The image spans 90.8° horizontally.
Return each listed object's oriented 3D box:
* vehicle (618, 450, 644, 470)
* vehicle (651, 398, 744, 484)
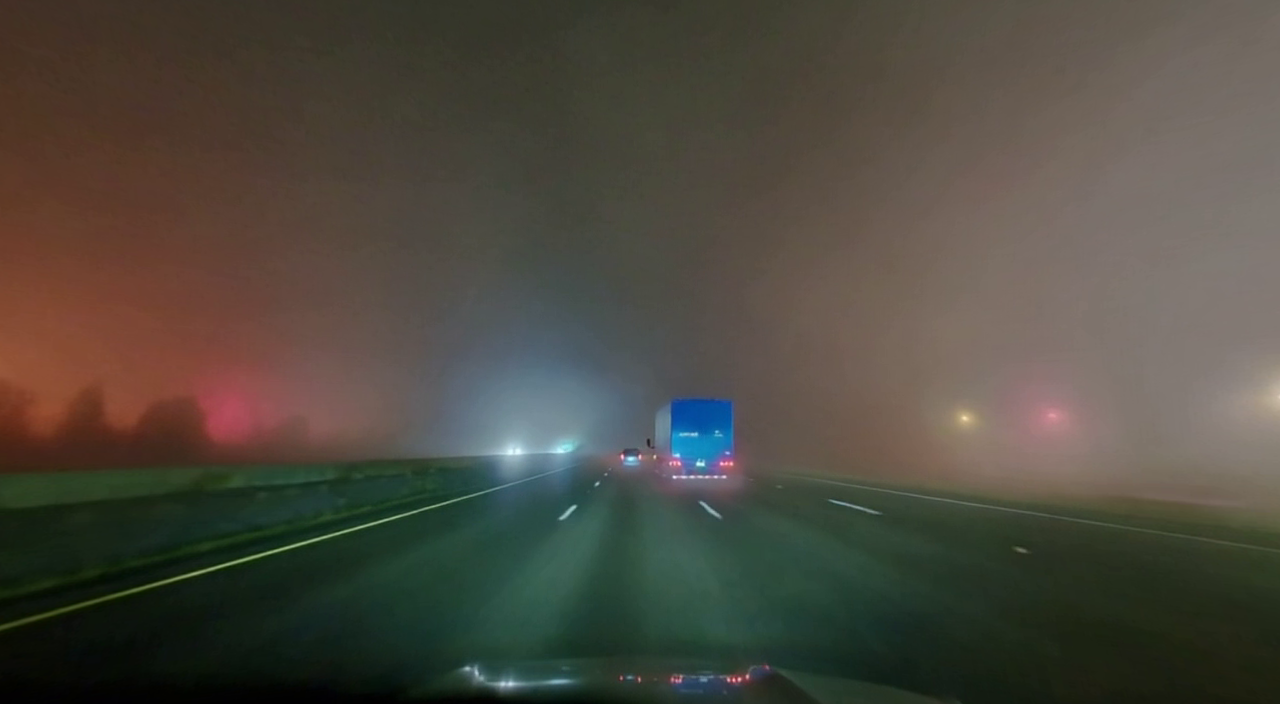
[{"bbox_3d":[-0.693,8.383,49.135,1.898,1.438,4.053,0,-9,-1],"label":"vehicle"},{"bbox_3d":[2.960,5.604,39.026,3.462,4.177,16.311,0,-9,-3],"label":"vehicle"}]
